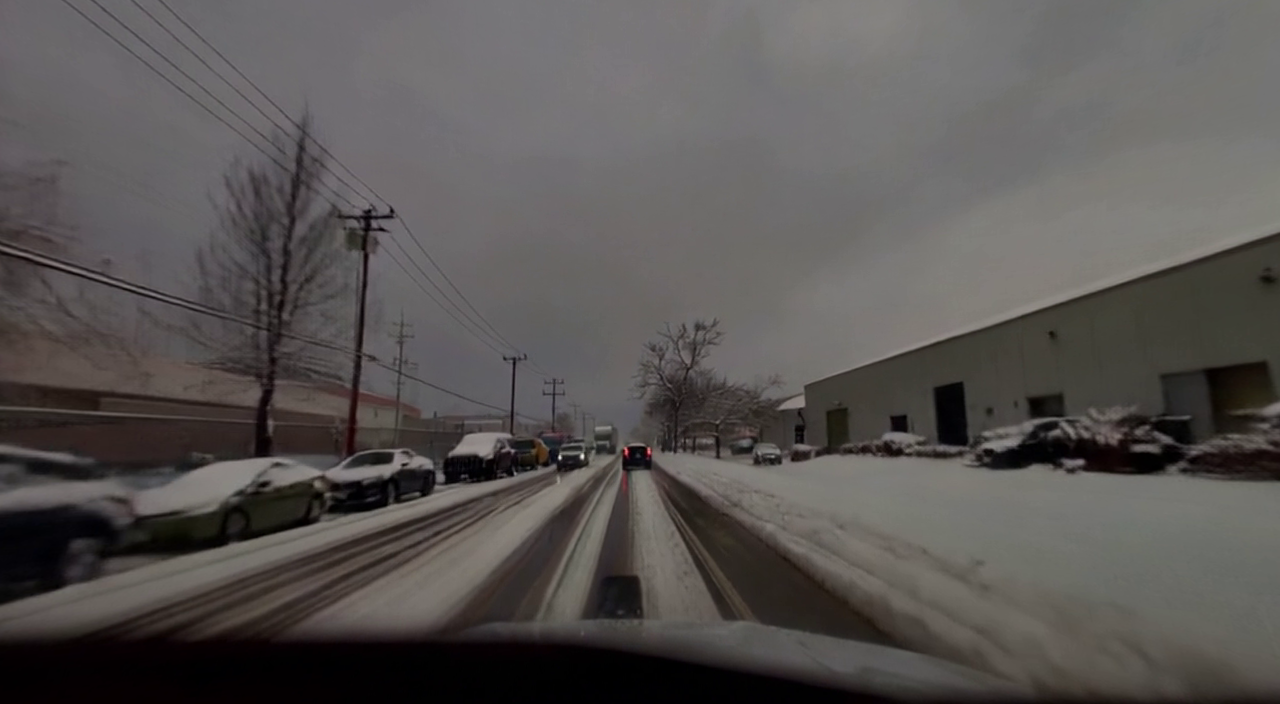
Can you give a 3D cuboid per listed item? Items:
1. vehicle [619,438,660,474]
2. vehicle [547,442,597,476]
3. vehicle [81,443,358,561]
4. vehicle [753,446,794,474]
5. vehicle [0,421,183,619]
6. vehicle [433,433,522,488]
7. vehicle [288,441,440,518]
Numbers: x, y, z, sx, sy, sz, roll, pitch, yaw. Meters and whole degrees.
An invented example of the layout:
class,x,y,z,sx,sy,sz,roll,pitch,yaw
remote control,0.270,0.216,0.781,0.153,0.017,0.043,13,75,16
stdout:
class,x,y,z,sx,sy,sz,roll,pitch,yaw
vehicle,-0.004,5.837,35.600,2.152,1.874,4.042,0,-8,1
vehicle,-3.610,5.768,34.223,2.157,1.703,4.310,0,-8,1
vehicle,-6.311,2.224,10.146,1.768,1.489,3.945,0,-8,-1
vehicle,8.332,6.769,39.661,1.874,1.669,4.083,0,-9,3
vehicle,-6.326,1.393,5.199,1.926,1.647,4.185,0,-8,0
vehicle,-6.412,4.396,25.604,2.139,1.943,5.295,-1,-10,1
vehicle,-6.373,2.941,15.151,1.799,1.579,4.048,0,-8,0
